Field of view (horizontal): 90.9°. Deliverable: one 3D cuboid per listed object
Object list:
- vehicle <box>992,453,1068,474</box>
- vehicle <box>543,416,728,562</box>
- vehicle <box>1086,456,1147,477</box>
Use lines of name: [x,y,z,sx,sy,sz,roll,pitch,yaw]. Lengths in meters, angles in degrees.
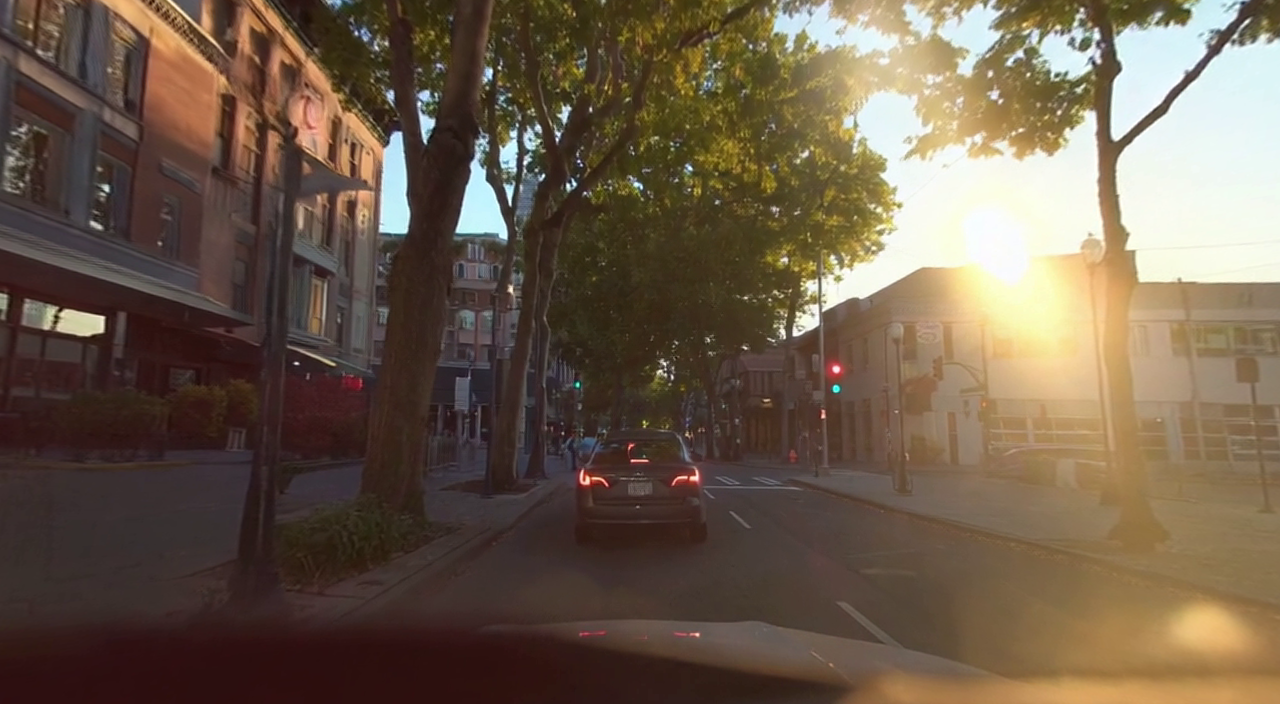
vehicle: [29.772,8.493,48.159,4.668,1.441,1.904,1,-9,-6]
vehicle: [-0.082,1.834,9.110,2.079,1.621,3.861,0,-8,-1]
vehicle: [36.489,8.750,48.278,3.445,1.363,1.608,3,-7,-1]
